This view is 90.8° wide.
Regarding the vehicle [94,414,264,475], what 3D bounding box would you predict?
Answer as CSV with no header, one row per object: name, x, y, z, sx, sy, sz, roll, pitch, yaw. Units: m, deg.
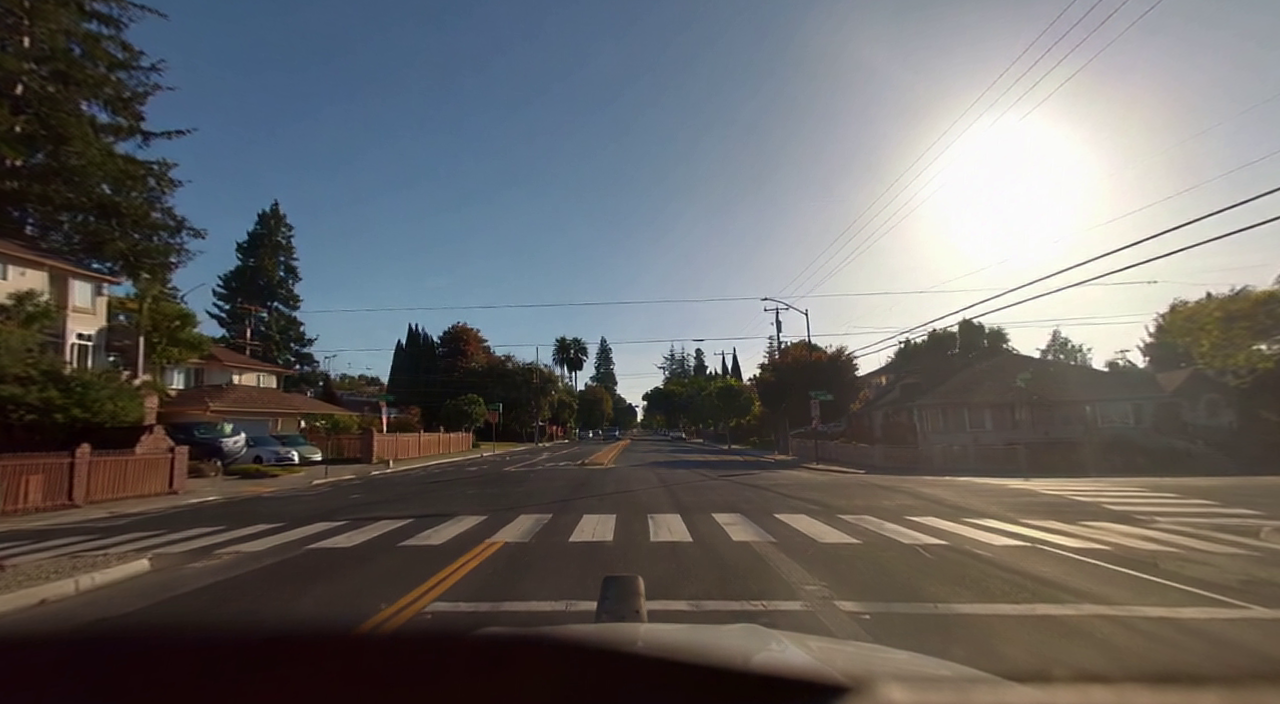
vehicle,-17.939,3.622,24.814,4.800,2.259,2.303,0,-9,0

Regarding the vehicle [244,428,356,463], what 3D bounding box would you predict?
vehicle,-17.961,4.950,33.496,4.743,1.734,1.994,0,-9,0

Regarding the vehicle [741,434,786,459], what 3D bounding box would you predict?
vehicle,7.996,6.167,41.273,2.029,1.554,4.705,0,-9,1
